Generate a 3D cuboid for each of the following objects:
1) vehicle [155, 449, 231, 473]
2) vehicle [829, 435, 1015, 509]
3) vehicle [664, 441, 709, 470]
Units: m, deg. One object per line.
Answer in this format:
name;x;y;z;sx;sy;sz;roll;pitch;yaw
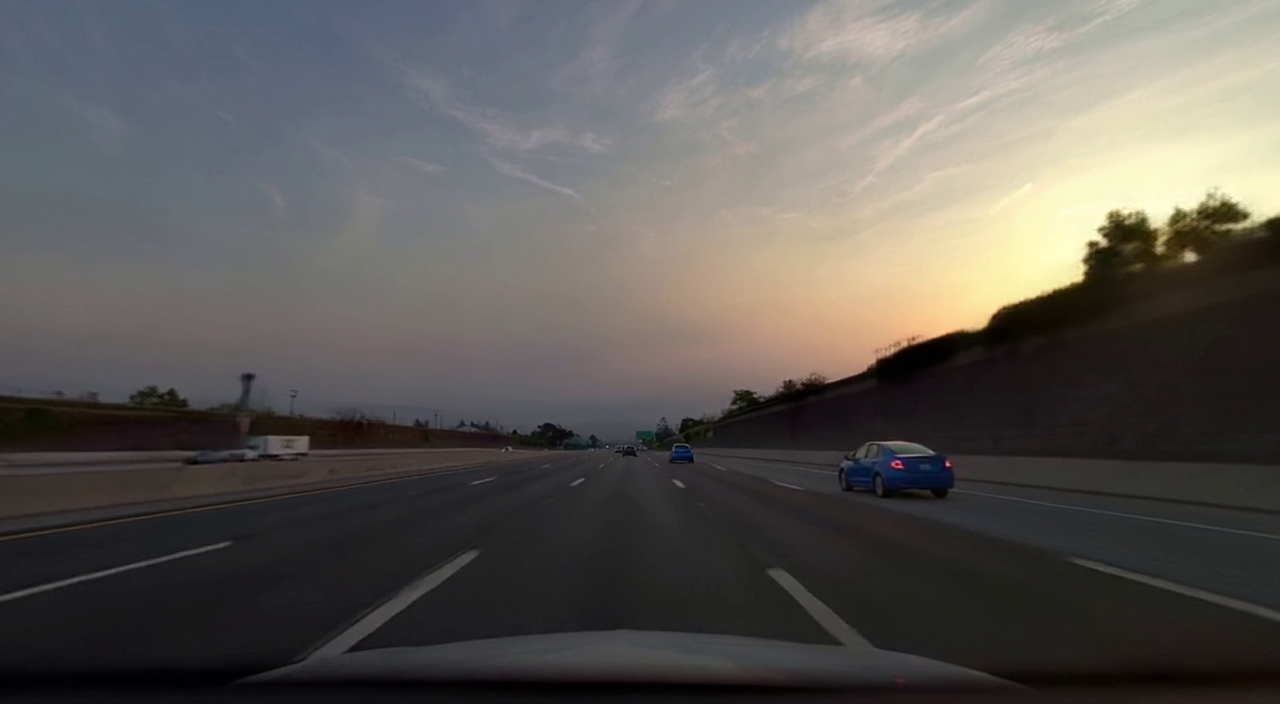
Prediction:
vehicle;-32.837;8.003;46.639;2.016;1.576;4.982;0;-8;0
vehicle;6.642;2.879;15.721;2.227;1.522;5.041;0;-8;-1
vehicle;2.660;6.036;37.113;2.270;1.615;3.770;0;-8;-1
